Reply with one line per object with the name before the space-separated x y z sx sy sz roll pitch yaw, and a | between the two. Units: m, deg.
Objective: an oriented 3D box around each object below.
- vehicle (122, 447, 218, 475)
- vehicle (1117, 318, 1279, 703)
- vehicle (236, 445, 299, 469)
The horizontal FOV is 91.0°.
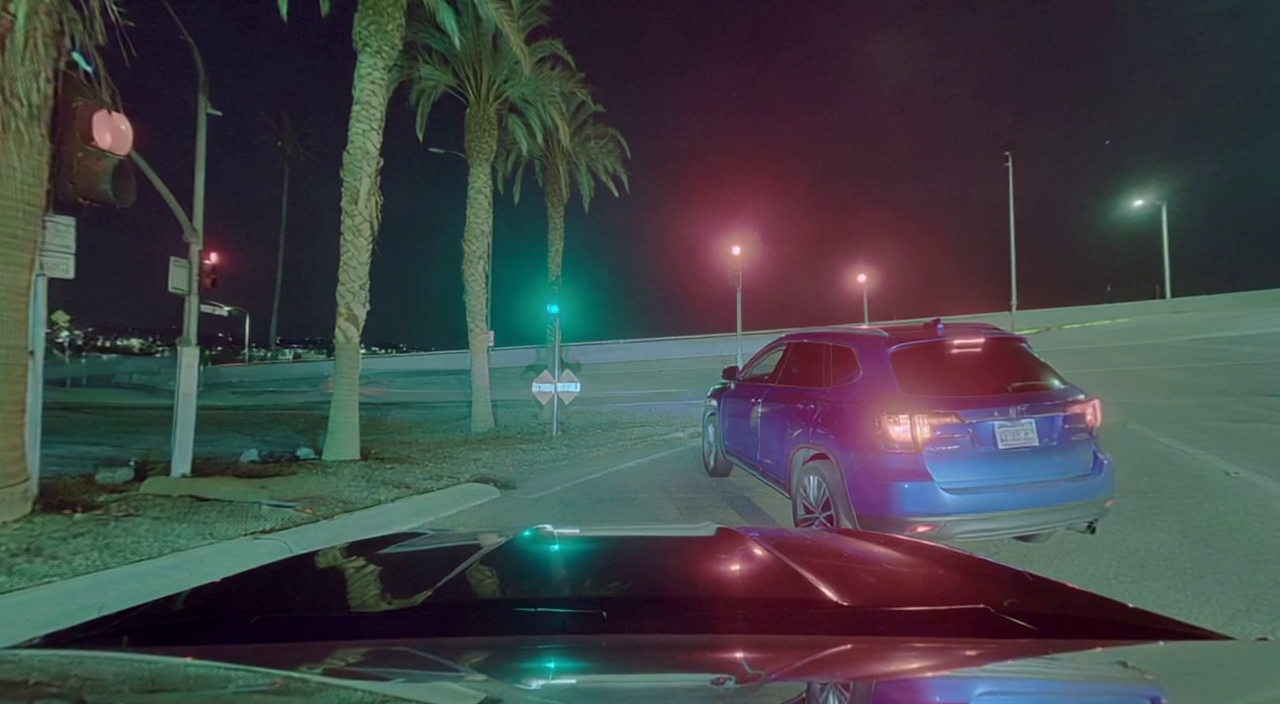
vehicle | -26.549 6.164 35.757 1.830 1.443 4.551 0 -9 2
vehicle | 3.473 0.515 0.779 2.028 1.770 4.737 0 -9 0
vehicle | -26.268 7.418 44.556 1.941 1.631 4.017 0 -9 0
